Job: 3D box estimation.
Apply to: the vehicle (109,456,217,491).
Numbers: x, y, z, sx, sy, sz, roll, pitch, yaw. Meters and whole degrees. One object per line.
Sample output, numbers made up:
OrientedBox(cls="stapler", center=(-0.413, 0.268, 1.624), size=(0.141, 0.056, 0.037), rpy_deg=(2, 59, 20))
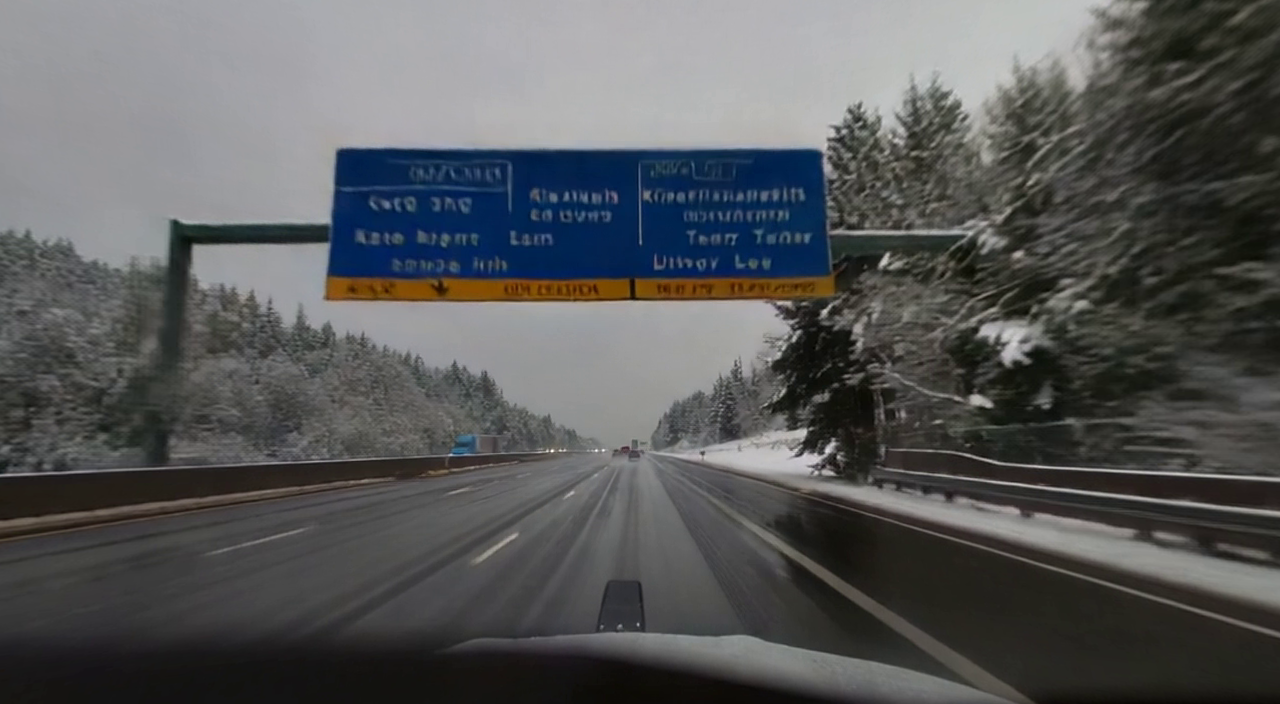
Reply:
OrientedBox(cls="vehicle", center=(-21.036, 5.338, 28.078), size=(1.645, 1.373, 4.176), rpy_deg=(0, -9, -2))
